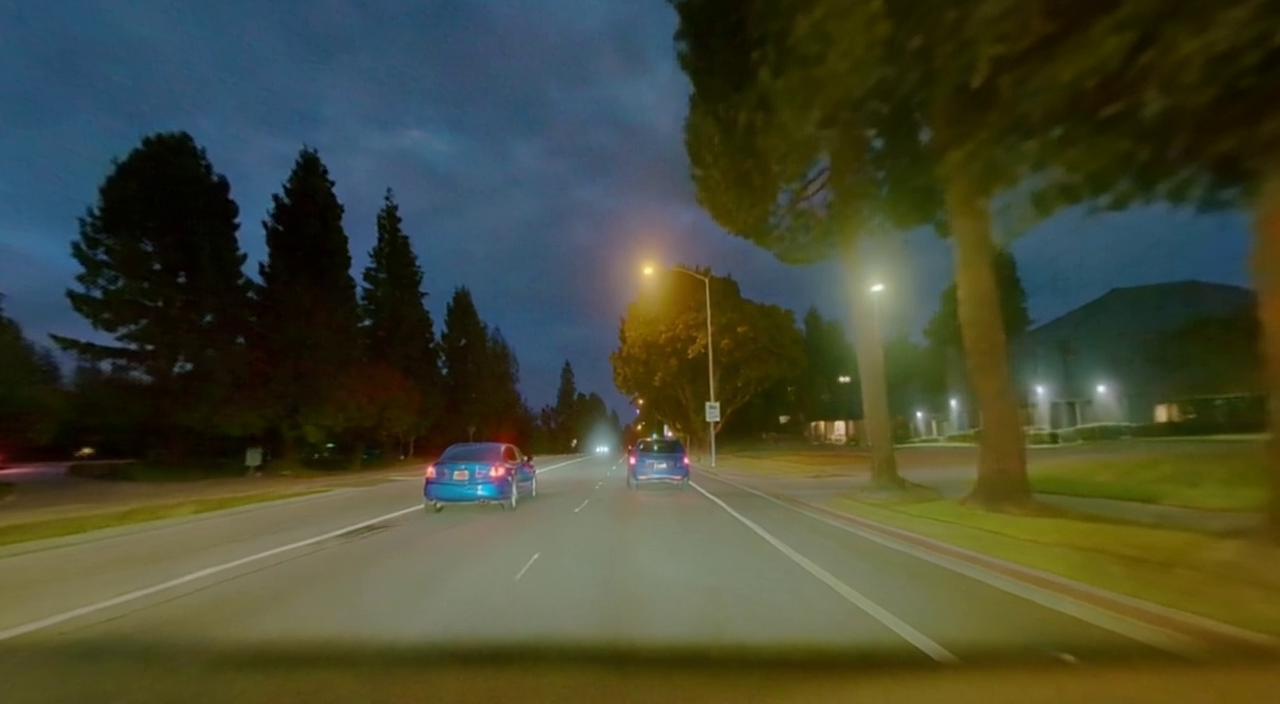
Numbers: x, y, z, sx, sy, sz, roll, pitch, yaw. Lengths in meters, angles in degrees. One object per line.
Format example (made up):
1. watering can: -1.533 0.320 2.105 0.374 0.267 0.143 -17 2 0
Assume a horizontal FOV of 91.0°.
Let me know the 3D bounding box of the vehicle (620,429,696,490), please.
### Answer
1. vehicle: 0.458 3.545 21.147 2.215 1.799 4.426 0 -8 -3

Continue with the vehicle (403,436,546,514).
1. vehicle: -3.438 2.625 13.954 2.036 1.447 4.044 0 -8 1
